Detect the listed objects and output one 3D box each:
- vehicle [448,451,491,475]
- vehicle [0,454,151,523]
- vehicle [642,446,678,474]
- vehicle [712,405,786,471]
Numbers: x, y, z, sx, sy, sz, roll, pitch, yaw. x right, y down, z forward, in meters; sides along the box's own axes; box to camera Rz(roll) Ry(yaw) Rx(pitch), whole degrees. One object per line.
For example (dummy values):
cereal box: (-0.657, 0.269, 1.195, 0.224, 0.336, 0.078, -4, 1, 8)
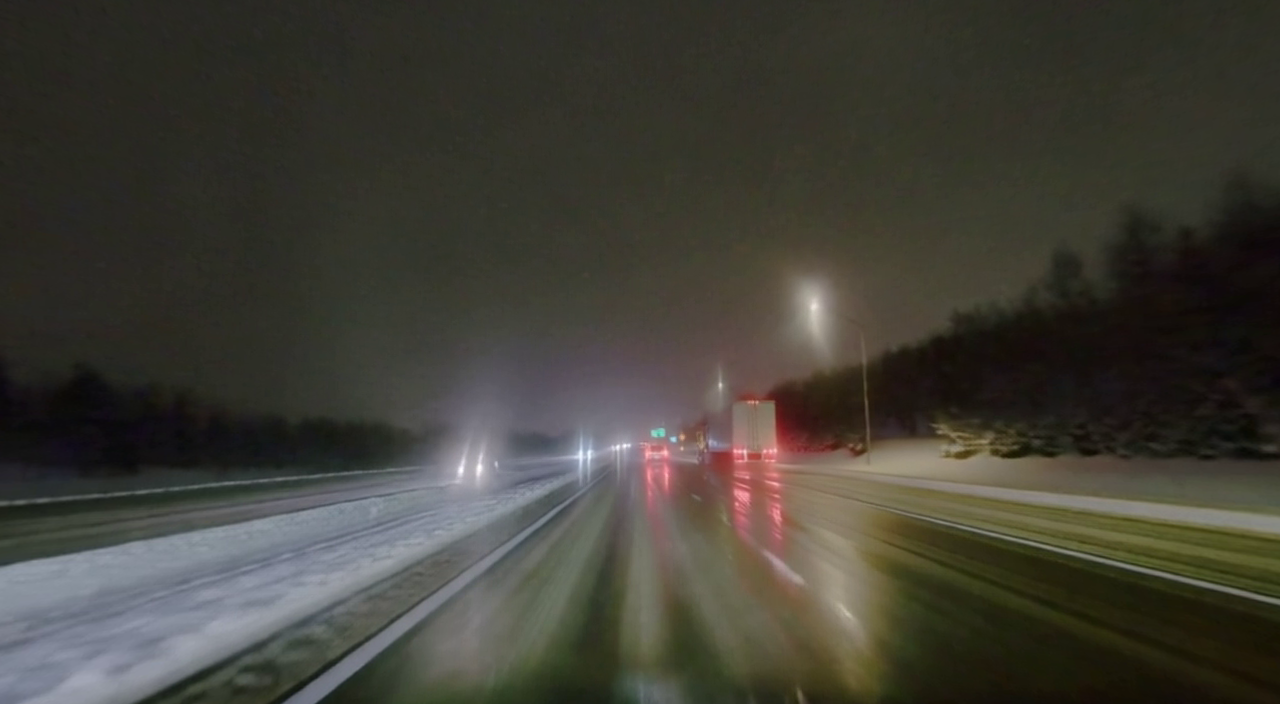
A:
vehicle: (-11.337, 7.395, 42.071, 1.774, 1.458, 4.238, 0, -9, -2)
vehicle: (-14.825, 3.288, 15.628, 1.816, 1.459, 4.429, 0, -9, -1)
vehicle: (1.127, 6.425, 37.549, 2.024, 1.579, 3.707, -1, -9, 0)
vehicle: (7.506, 6.406, 45.860, 2.907, 4.042, 13.858, 0, -9, 0)
